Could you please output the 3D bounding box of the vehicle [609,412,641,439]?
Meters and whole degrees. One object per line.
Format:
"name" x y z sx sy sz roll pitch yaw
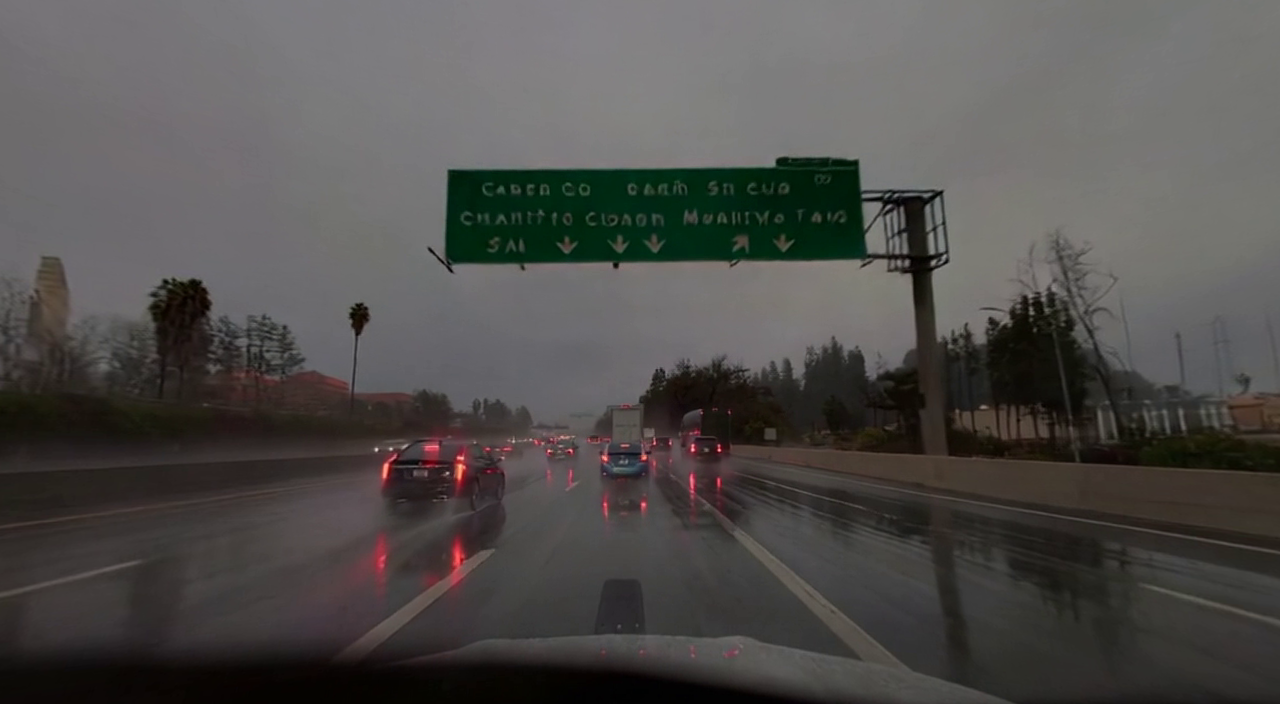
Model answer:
"vehicle" -1.092 5.409 46.017 2.206 1.803 4.569 0 -8 -1

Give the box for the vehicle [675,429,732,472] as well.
"vehicle" 2.935 4.686 30.037 2.173 1.870 4.499 0 -8 -1

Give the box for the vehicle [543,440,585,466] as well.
"vehicle" -4.467 5.995 37.568 1.998 1.423 4.436 0 -8 0

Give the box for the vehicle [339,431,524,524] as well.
"vehicle" -3.758 2.343 12.358 2.064 1.475 4.489 0 -8 0

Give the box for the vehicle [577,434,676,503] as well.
"vehicle" -0.307 2.829 15.724 2.136 1.470 3.971 0 -8 0
